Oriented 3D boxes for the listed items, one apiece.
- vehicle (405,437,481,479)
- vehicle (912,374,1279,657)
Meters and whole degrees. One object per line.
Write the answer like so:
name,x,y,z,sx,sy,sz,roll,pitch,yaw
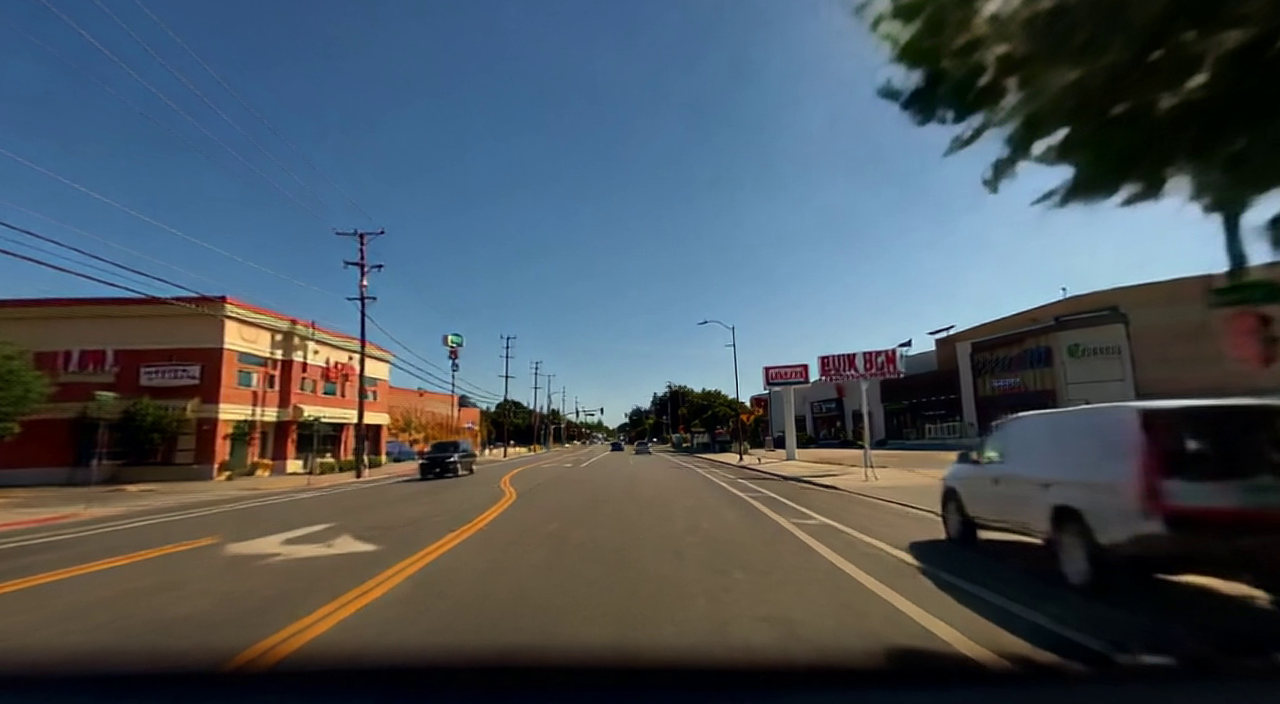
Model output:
vehicle,-8.654,4.685,28.113,1.973,1.704,4.476,0,-9,-1
vehicle,4.959,1.419,6.548,2.182,1.850,4.705,0,-9,1
